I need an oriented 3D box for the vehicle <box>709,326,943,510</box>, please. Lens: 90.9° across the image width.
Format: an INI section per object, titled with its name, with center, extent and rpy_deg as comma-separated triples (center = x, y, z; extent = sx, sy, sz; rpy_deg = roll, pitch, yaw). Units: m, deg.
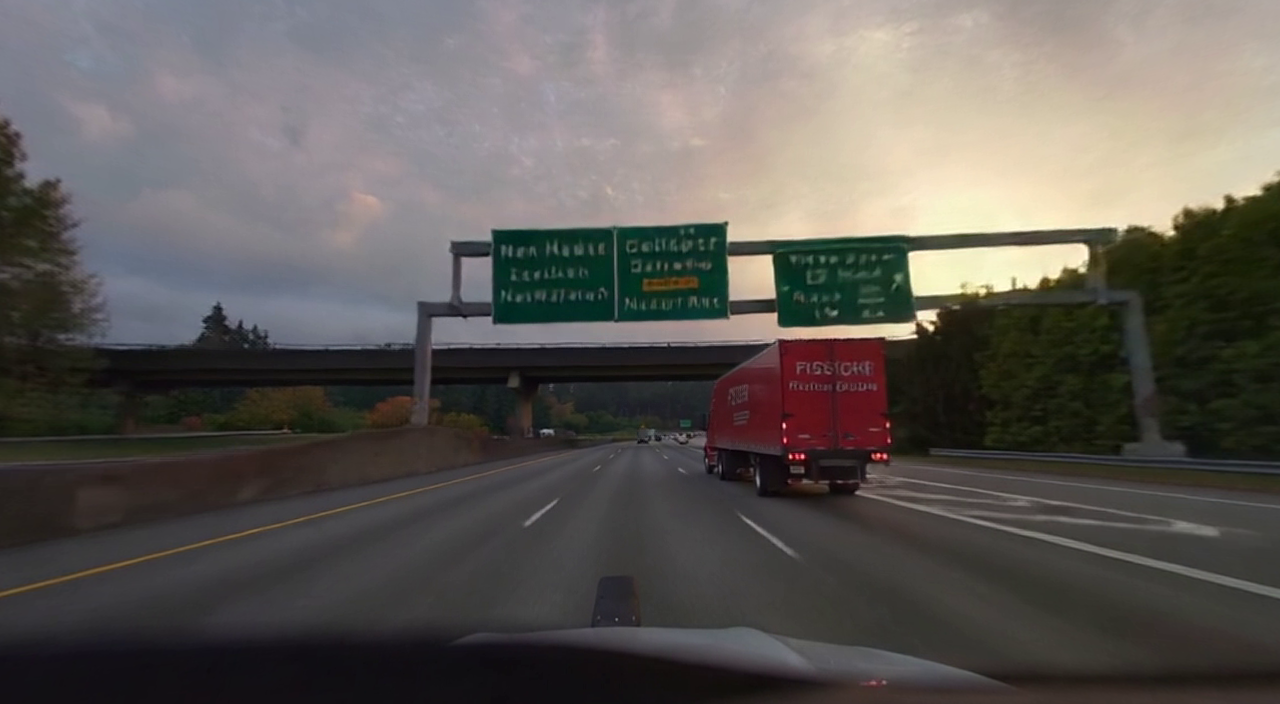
[vehicle]
center = 4.004, 1.942, 17.126
extent = 2.849, 3.391, 11.018
rpy_deg = 0, -8, -1
